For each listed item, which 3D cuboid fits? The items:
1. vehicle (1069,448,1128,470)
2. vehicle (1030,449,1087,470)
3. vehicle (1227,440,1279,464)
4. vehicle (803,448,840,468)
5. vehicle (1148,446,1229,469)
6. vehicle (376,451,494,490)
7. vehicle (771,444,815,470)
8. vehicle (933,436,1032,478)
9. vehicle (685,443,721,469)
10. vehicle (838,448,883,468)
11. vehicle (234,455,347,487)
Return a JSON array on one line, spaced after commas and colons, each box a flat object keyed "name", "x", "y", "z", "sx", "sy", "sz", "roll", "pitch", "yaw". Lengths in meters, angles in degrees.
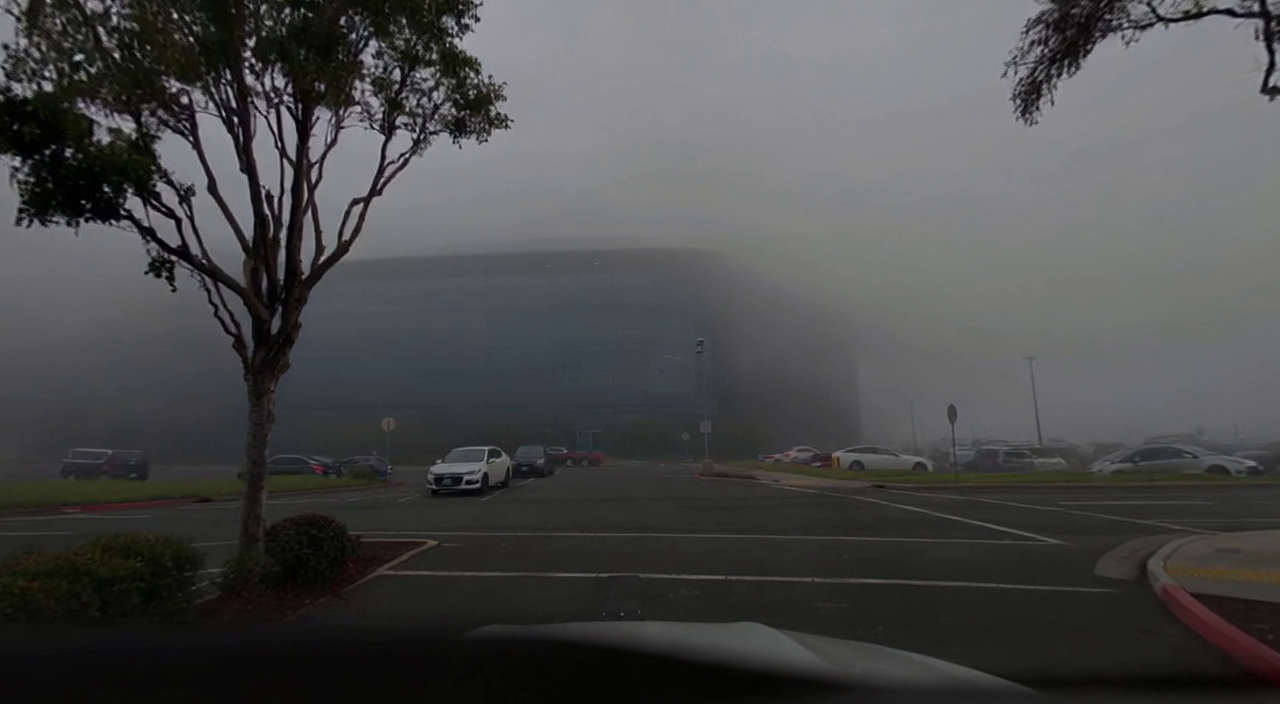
[{"name": "vehicle", "x": 31.304, "y": 7.308, "z": 43.249, "sx": 1.519, "sy": 1.371, "sz": 3.278, "roll": 0, "pitch": -8, "yaw": -1}, {"name": "vehicle", "x": 28.337, "y": 7.278, "z": 42.866, "sx": 1.495, "sy": 1.371, "sz": 3.336, "roll": -1, "pitch": -9, "yaw": -2}, {"name": "vehicle", "x": 43.061, "y": 6.814, "z": 43.070, "sx": 1.758, "sy": 1.572, "sz": 4.421, "roll": 0, "pitch": -8, "yaw": 1}, {"name": "vehicle", "x": 14.202, "y": 8.297, "z": 49.639, "sx": 1.935, "sy": 1.477, "sz": 3.719, "roll": 0, "pitch": -8, "yaw": 3}, {"name": "vehicle", "x": 37.018, "y": 7.126, "z": 42.806, "sx": 1.678, "sy": 1.423, "sz": 4.191, "roll": 0, "pitch": -8, "yaw": -1}, {"name": "vehicle", "x": -8.705, "y": 4.973, "z": 26.907, "sx": 4.442, "sy": 1.504, "sz": 1.809, "roll": 5, "pitch": -10, "yaw": -28}, {"name": "vehicle", "x": 10.530, "y": 7.208, "z": 43.709, "sx": 1.936, "sy": 1.673, "sz": 4.305, "roll": 0, "pitch": -8, "yaw": 0}, {"name": "vehicle", "x": 16.480, "y": 5.066, "z": 30.774, "sx": 2.048, "sy": 1.852, "sz": 4.998, "roll": 0, "pitch": -8, "yaw": 1}, {"name": "vehicle", "x": 4.625, "y": 7.742, "z": 47.272, "sx": 2.262, "sy": 1.794, "sz": 5.331, "roll": 0, "pitch": -8, "yaw": 1}, {"name": "vehicle", "x": 17.060, "y": 8.217, "z": 49.073, "sx": 1.971, "sy": 1.478, "sz": 4.477, "roll": 0, "pitch": -8, "yaw": 1}, {"name": "vehicle", "x": -16.732, "y": 5.690, "z": 30.370, "sx": 4.331, "sy": 1.437, "sz": 1.876, "roll": 0, "pitch": -8, "yaw": 2}]
